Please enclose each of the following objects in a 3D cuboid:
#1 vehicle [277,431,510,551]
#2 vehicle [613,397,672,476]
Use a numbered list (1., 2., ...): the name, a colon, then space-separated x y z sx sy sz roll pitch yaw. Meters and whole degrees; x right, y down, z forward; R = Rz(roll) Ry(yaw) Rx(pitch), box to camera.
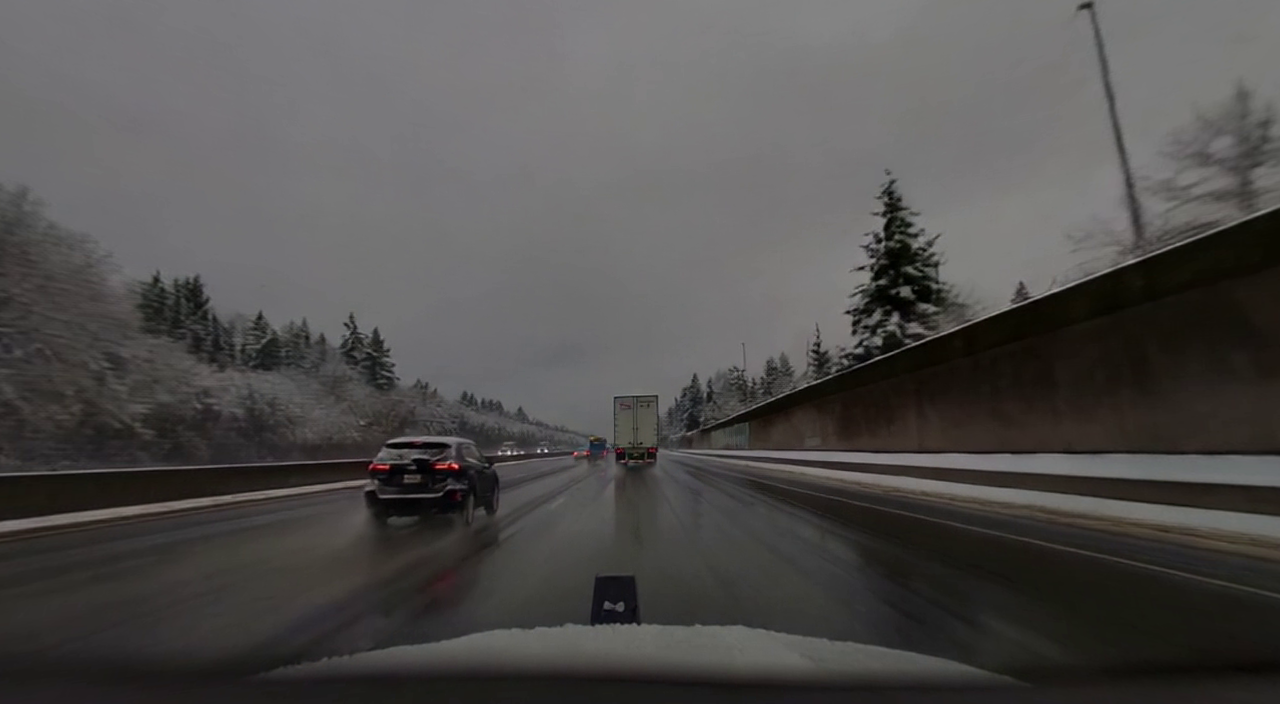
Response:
1. vehicle: -3.667 2.142 10.305 2.158 1.538 4.047 0 -9 0
2. vehicle: -0.057 5.186 37.820 3.042 4.023 10.832 0 -9 -2
